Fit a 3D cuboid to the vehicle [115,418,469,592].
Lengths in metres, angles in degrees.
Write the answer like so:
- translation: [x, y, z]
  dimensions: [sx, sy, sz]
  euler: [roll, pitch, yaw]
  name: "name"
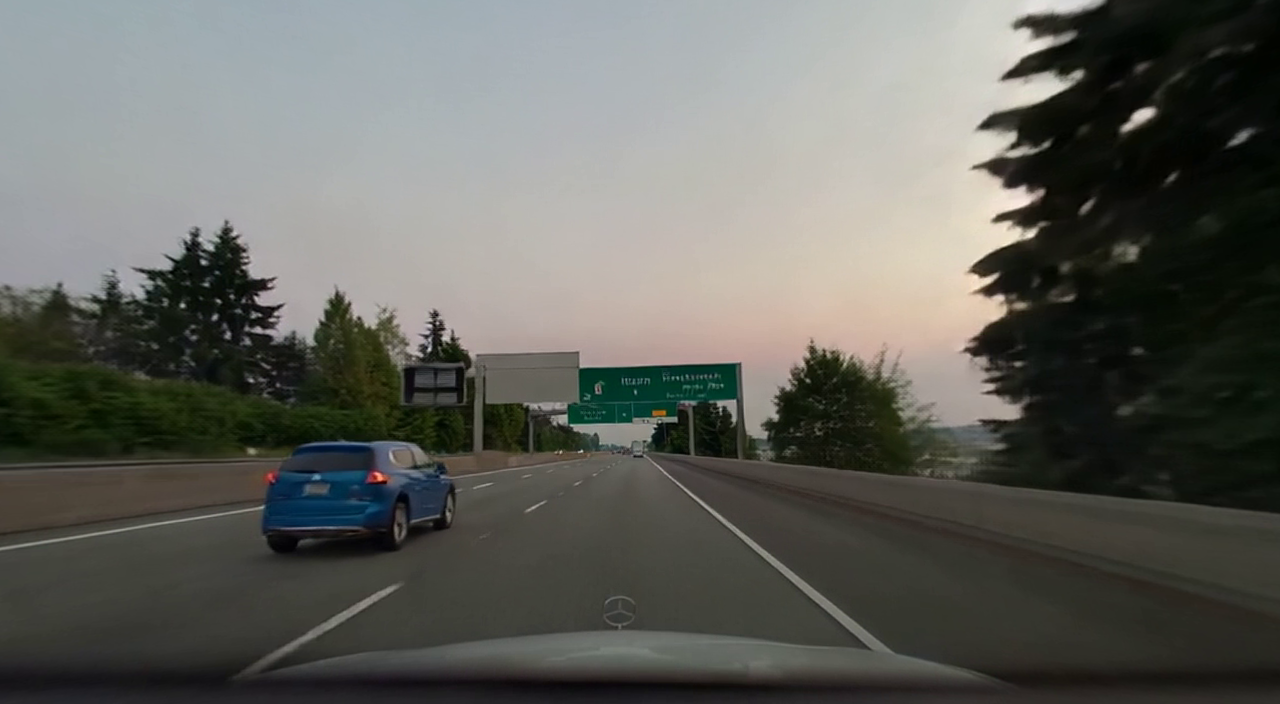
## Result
- translation: [-3.902, 1.789, 8.176]
  dimensions: [2.104, 1.626, 4.283]
  euler: [0, -9, 0]
  name: "vehicle"
